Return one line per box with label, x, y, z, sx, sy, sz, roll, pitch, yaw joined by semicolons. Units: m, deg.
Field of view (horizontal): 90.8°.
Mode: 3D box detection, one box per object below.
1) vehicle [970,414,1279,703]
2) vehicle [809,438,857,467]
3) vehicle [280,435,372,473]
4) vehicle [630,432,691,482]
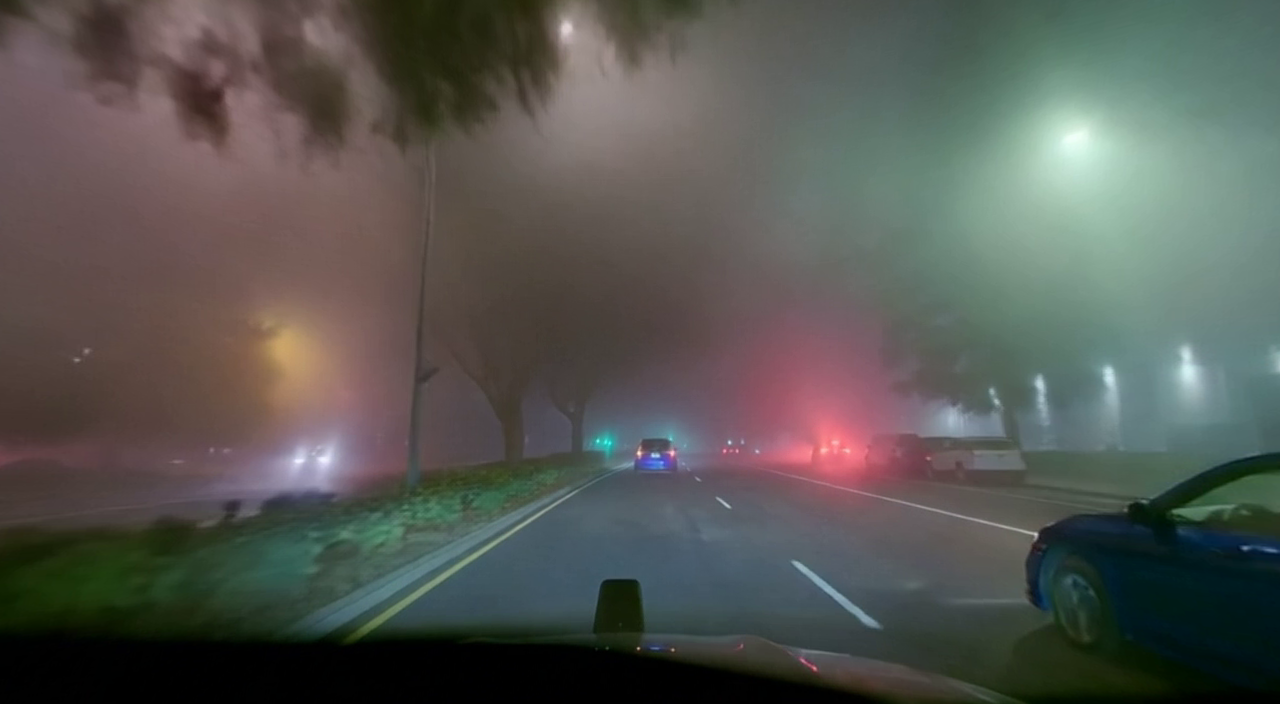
vehicle;3.718;1.025;3.025;1.918;1.418;4.360;0;-8;0
vehicle;12.652;6.612;41.758;2.039;1.826;4.704;-1;-8;5
vehicle;-15.668;5.097;31.858;2.290;1.758;4.900;0;-8;-3
vehicle;0.735;3.887;23.691;2.085;1.693;4.301;0;-8;1
